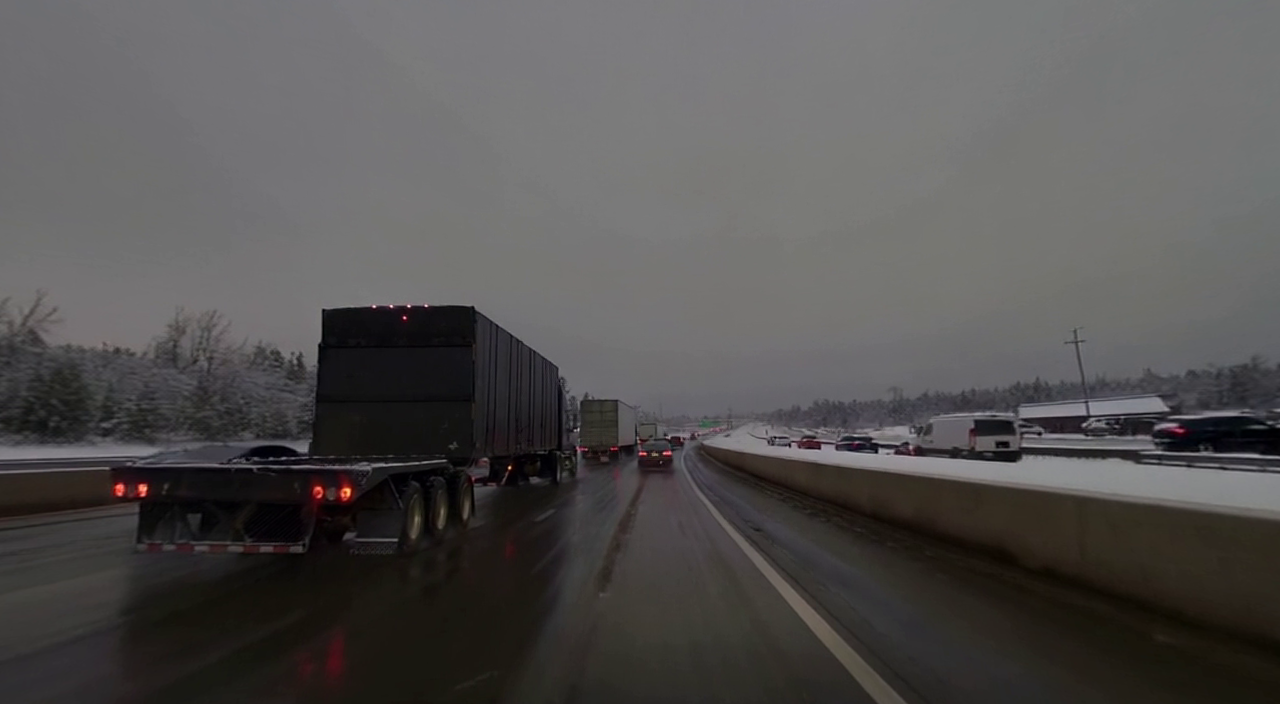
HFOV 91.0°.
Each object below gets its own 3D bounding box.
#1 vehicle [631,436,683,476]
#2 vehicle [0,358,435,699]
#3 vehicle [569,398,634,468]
[{"bbox_3d":[0.786,4.674,28.549,2.178,1.640,4.071,-1,-9,2],"label":"vehicle"},{"bbox_3d":[-3.730,1.149,5.118,2.896,1.779,3.441,0,-8,1],"label":"vehicle"},{"bbox_3d":[-2.213,5.304,40.304,3.073,3.894,9.782,-1,-9,3],"label":"vehicle"}]
